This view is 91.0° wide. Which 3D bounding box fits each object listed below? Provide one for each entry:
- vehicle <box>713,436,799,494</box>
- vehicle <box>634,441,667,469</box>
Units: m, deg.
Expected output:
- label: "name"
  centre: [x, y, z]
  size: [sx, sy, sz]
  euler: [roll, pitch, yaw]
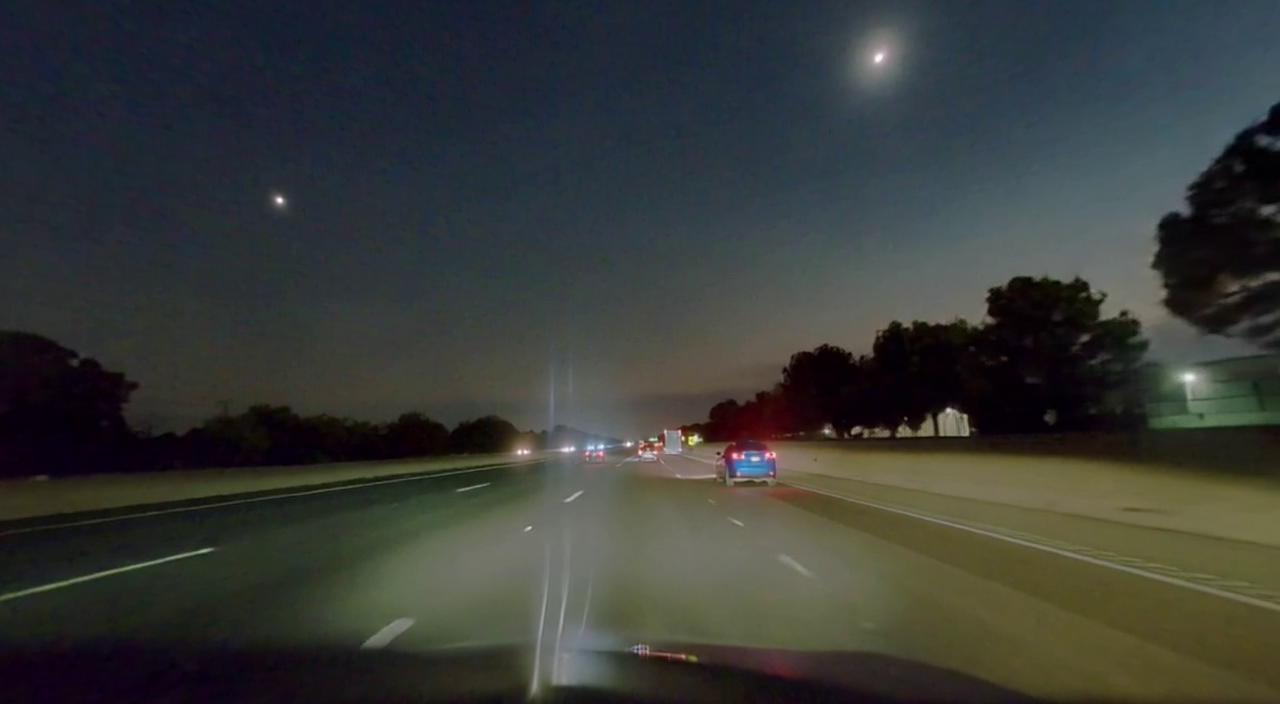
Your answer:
- label: "vehicle"
  centre: [3.764, 3.745, 21.314]
  size: [2.082, 1.720, 4.393]
  euler: [0, -9, 0]
- label: "vehicle"
  centre: [0.703, 7.263, 44.547]
  size: [2.205, 1.785, 4.423]
  euler: [0, -9, 0]
